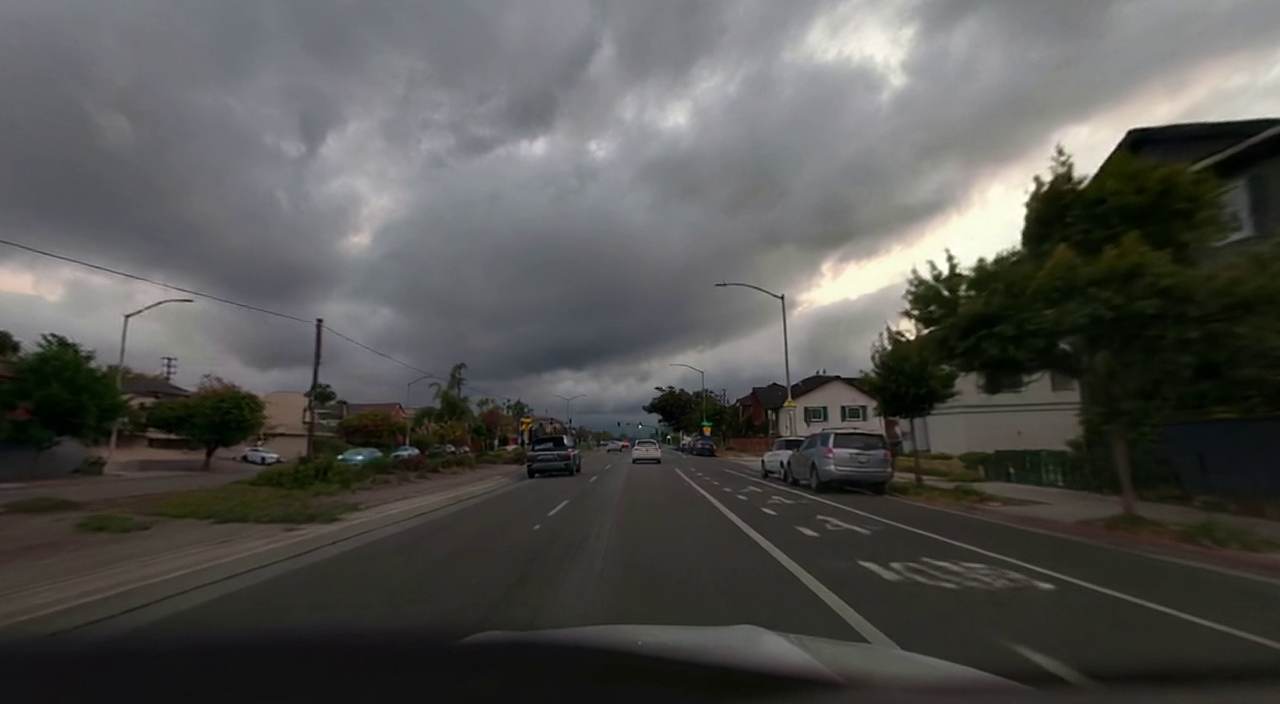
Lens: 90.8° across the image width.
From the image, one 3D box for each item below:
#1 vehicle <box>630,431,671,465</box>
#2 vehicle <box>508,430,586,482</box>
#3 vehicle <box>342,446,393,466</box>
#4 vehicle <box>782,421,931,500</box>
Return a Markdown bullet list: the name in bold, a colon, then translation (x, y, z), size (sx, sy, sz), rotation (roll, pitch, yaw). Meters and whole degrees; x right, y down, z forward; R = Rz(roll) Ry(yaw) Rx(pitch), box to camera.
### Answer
- **vehicle**: translation (0.599, 5.674, 37.310), size (2.273, 1.851, 5.075), rotation (0, -8, 0)
- **vehicle**: translation (-3.443, 3.958, 24.315), size (2.233, 1.775, 4.491), rotation (0, -8, 1)
- **vehicle**: translation (-19.669, 7.493, 45.739), size (1.739, 1.397, 4.268), rotation (0, -8, 1)
- **vehicle**: translation (5.806, 3.019, 17.965), size (2.217, 1.874, 5.660), rotation (0, -8, 0)
